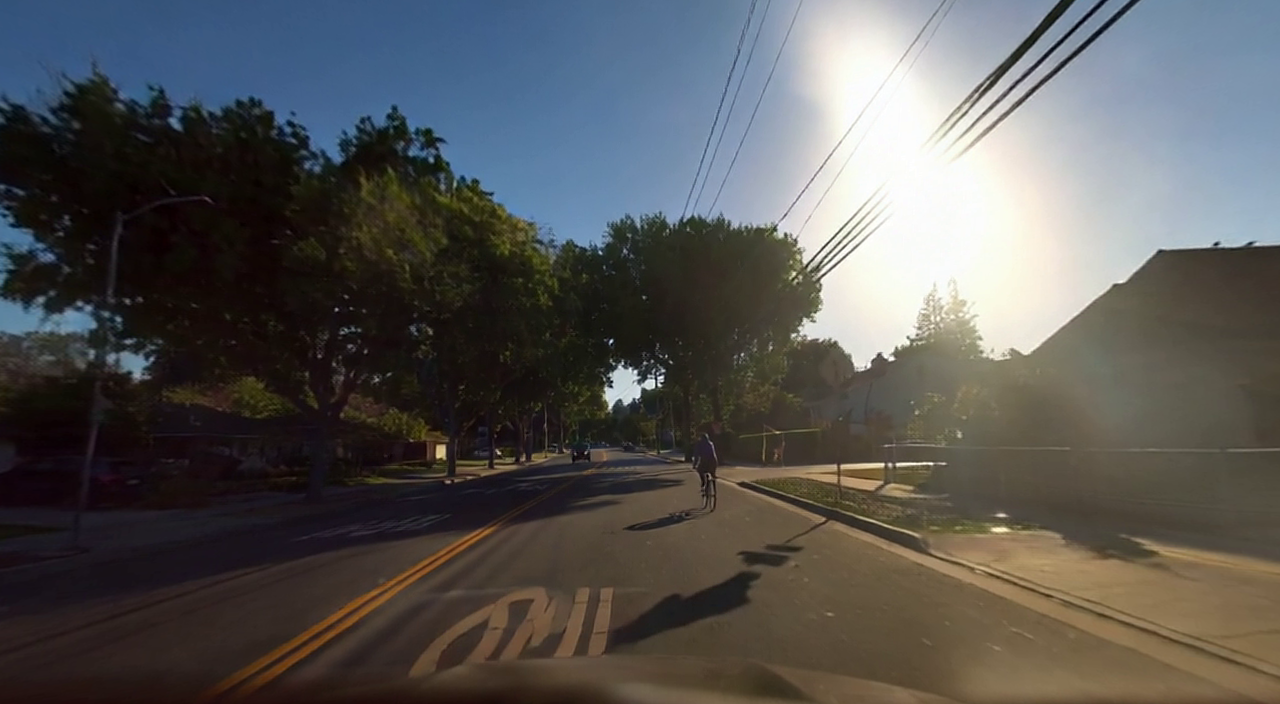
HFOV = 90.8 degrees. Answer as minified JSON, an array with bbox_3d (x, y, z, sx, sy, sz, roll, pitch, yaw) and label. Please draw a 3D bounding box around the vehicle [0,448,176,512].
[{"bbox_3d":[-14.520,3.193,15.952,4.143,1.480,1.755,0,-8,-2],"label":"vehicle"}]
